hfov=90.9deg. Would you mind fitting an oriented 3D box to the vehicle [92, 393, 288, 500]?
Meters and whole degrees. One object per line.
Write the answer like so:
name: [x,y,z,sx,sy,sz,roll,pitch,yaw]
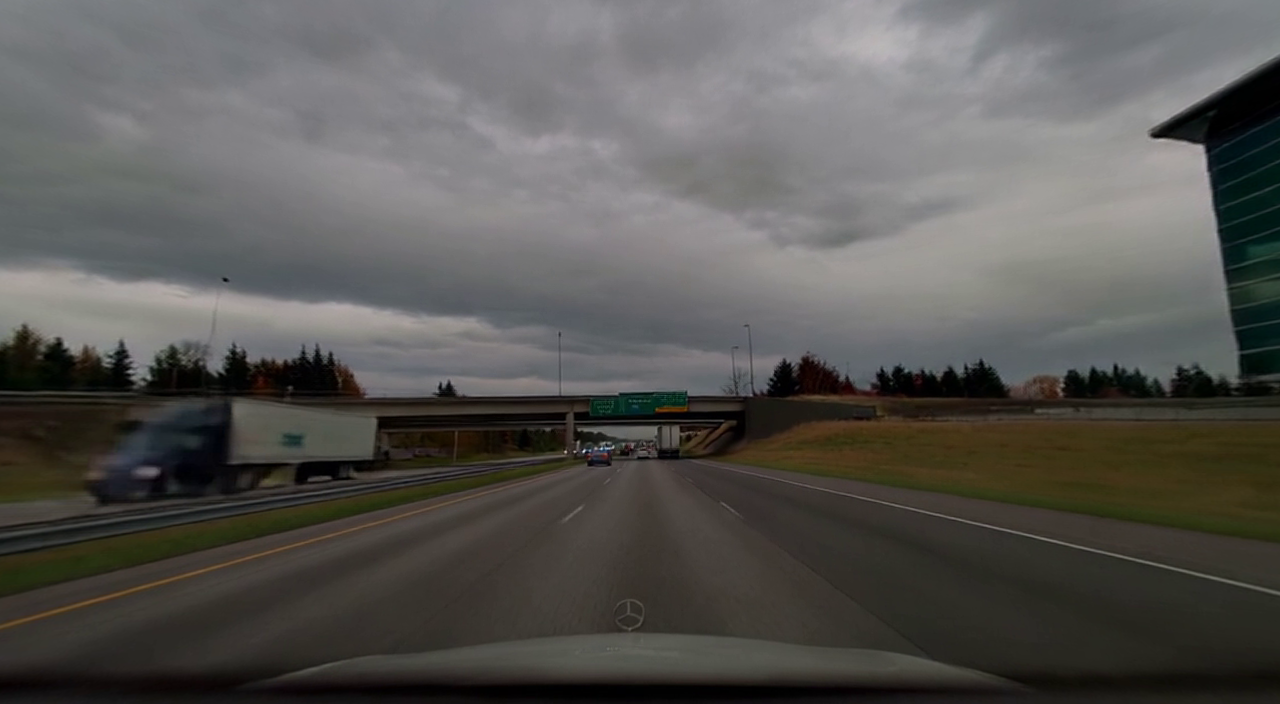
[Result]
vehicle: [-18.750,4.053,27.051,3.051,3.944,6.868,0,-9,1]
